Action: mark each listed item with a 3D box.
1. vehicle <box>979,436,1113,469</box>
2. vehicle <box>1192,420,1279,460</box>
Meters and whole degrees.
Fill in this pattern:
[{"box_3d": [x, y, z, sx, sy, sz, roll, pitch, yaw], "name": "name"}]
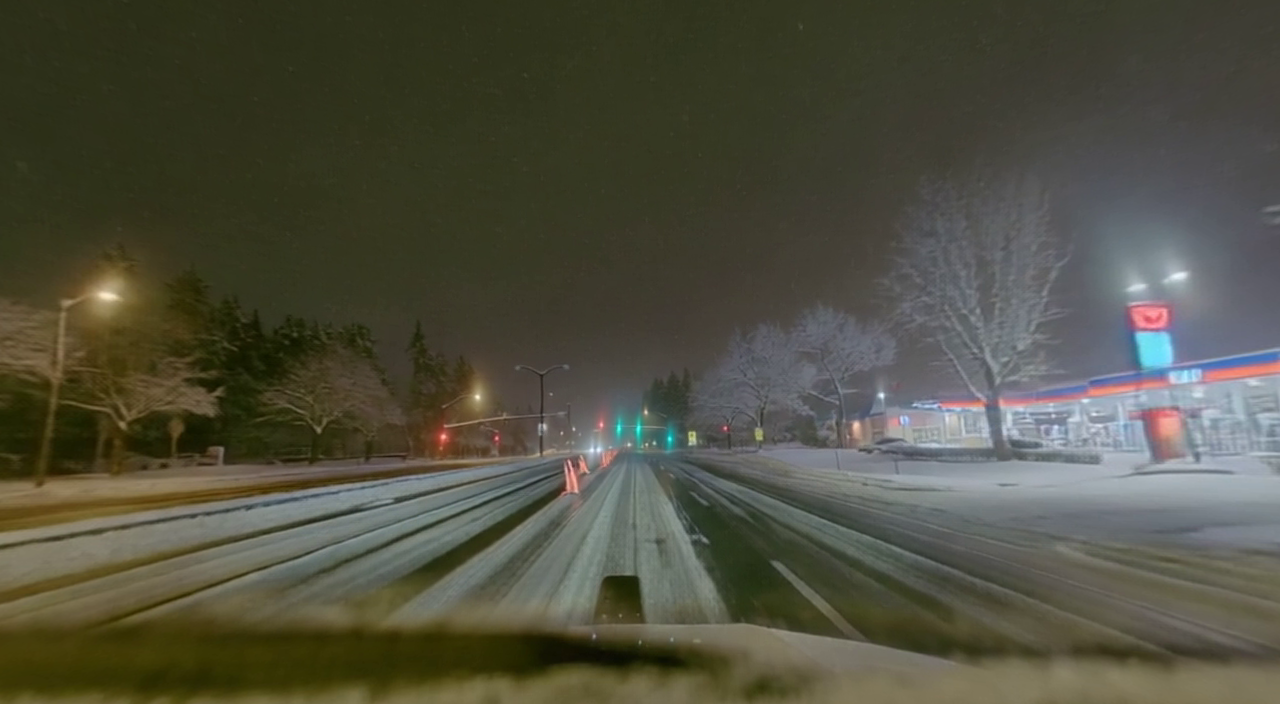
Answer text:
[{"box_3d": [18.310, 4.527, 28.626, 4.674, 1.399, 1.987, 0, -8, 0], "name": "vehicle"}, {"box_3d": [30.320, 4.283, 30.771, 4.628, 1.817, 1.996, -2, -8, 10], "name": "vehicle"}]
